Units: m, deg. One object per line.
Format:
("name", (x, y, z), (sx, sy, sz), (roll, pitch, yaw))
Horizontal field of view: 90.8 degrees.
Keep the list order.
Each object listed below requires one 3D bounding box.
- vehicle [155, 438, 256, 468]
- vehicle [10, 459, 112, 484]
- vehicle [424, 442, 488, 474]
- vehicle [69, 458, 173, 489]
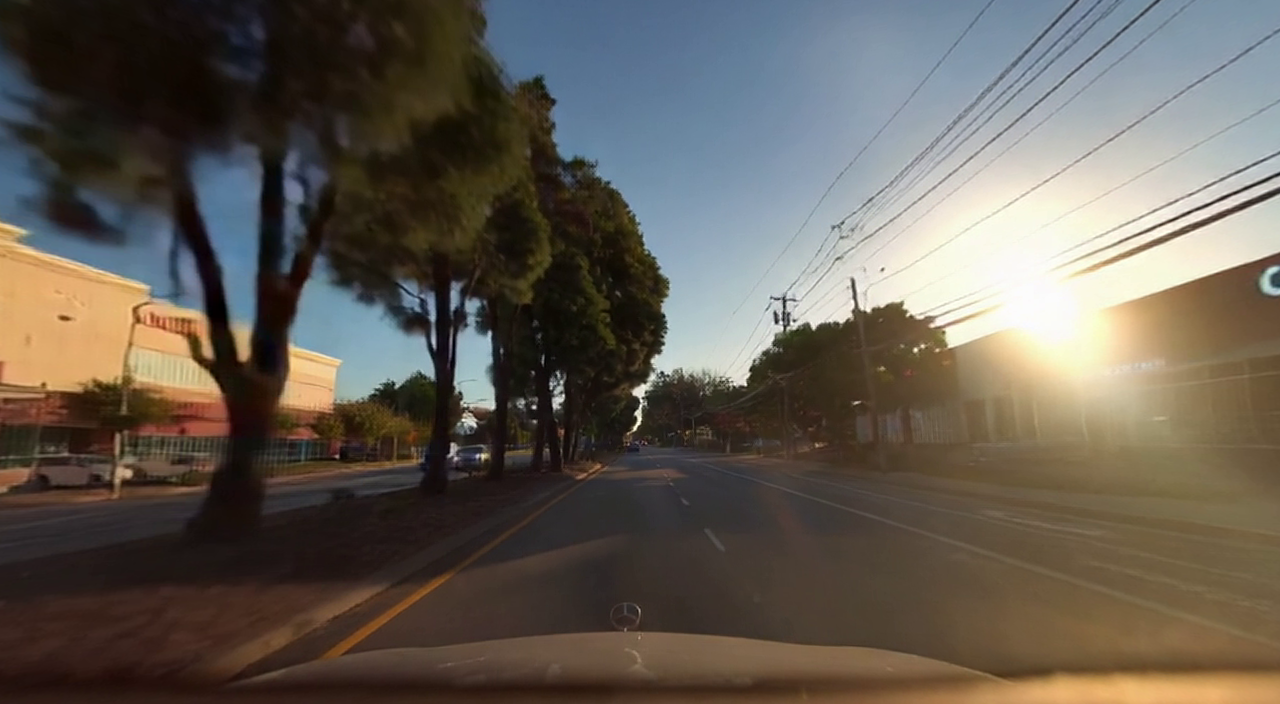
("vehicle", (-29.776, 6.935, 43.449), (5.145, 1.979, 2.281), (0, -8, -3))
("vehicle", (-37.744, 7.798, 41.310), (1.864, 1.501, 4.419), (-4, -11, 29))
("vehicle", (-9.353, 5.425, 32.559), (1.900, 1.488, 4.675), (0, -8, 0))
("vehicle", (-29.725, 6.962, 36.247), (4.377, 1.520, 1.843), (-2, -8, 2))
